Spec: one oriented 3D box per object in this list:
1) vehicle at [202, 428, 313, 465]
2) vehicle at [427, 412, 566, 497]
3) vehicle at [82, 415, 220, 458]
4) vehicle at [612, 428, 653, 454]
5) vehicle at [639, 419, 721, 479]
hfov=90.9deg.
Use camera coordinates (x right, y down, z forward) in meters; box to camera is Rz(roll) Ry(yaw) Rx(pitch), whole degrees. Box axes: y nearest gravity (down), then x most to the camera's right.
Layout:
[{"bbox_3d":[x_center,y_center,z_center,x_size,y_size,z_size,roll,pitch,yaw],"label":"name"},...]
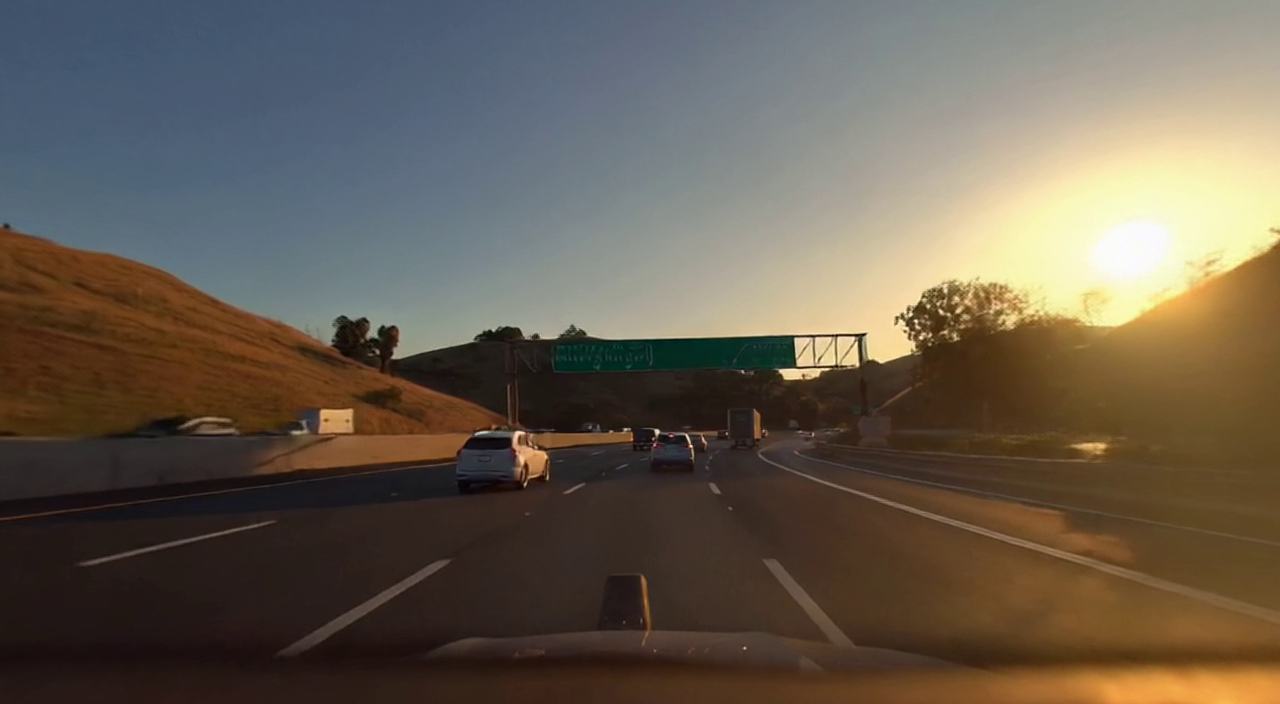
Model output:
[{"bbox_3d":[-16.003,3.980,26.666,1.838,1.420,4.243,-1,-8,3],"label":"vehicle"},{"bbox_3d":[-3.228,2.433,15.231,2.077,1.712,4.406,-1,-8,4],"label":"vehicle"},{"bbox_3d":[-20.179,3.545,26.338,1.900,1.613,4.537,-1,-8,4],"label":"vehicle"},{"bbox_3d":[-0.464,6.300,44.501,2.194,1.702,4.305,-2,-8,8],"label":"vehicle"},{"bbox_3d":[1.378,3.301,21.577,2.484,1.820,4.497,-1,-8,4],"label":"vehicle"}]
